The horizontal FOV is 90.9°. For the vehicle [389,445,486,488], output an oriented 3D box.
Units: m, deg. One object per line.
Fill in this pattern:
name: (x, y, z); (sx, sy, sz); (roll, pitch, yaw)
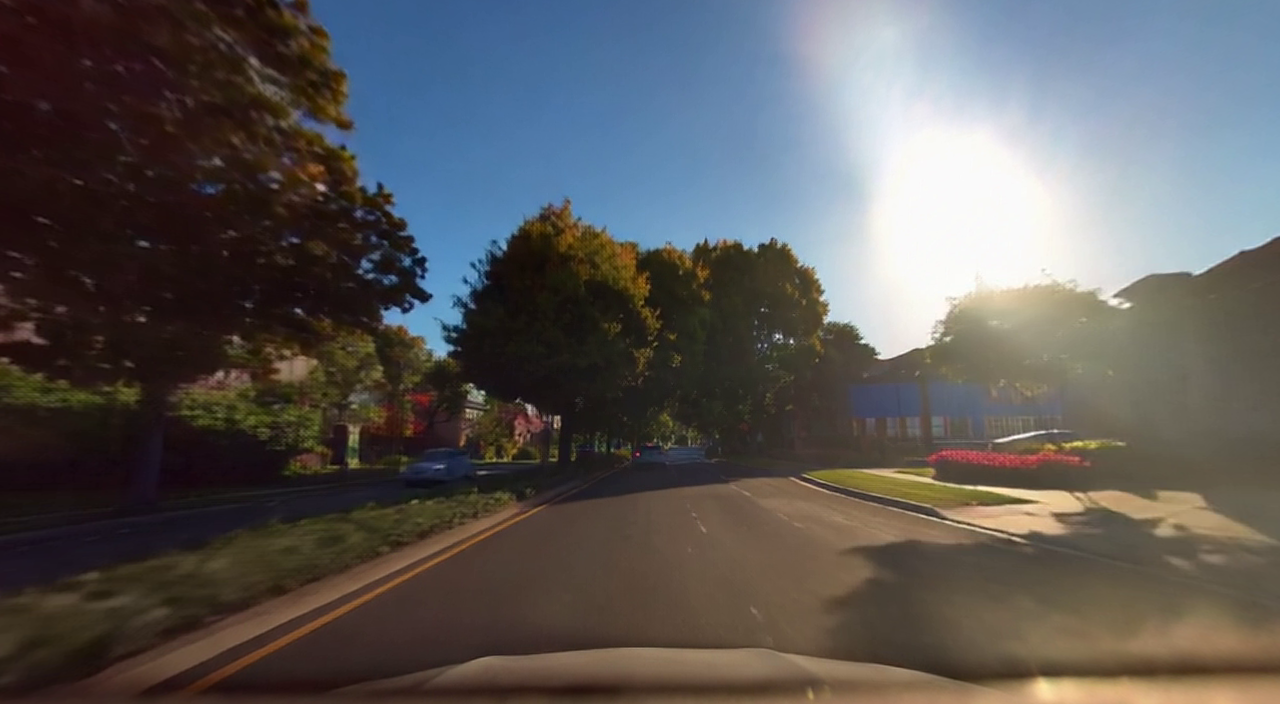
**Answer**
vehicle: (-7.670, 4.358, 24.358); (2.040, 1.465, 4.448); (0, -8, 3)

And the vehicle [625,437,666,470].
vehicle: (0.376, 5.631, 35.164); (2.129, 1.713, 4.314); (0, -8, 3)
